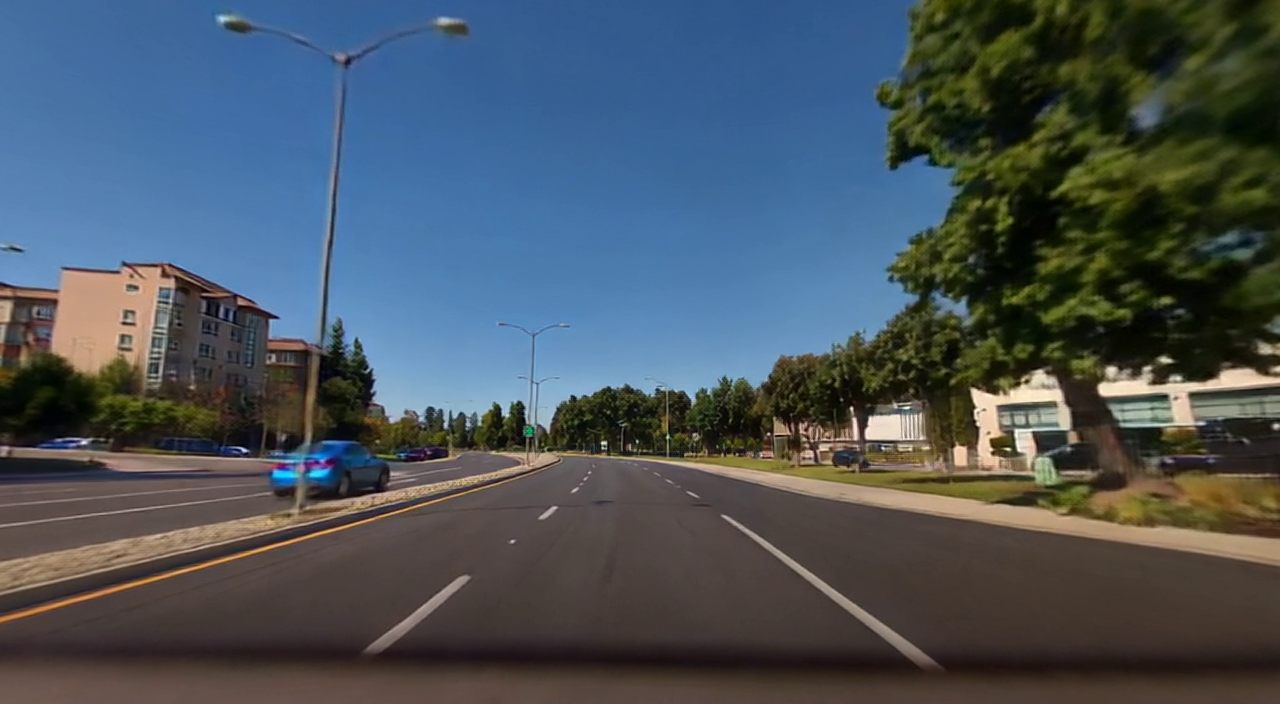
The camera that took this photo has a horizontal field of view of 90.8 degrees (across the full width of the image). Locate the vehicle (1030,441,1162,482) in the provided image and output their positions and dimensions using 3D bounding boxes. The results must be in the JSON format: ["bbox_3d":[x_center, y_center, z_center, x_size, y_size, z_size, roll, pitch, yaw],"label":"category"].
[{"bbox_3d":[31.771,7.608,44.412,2.649,2.623,6.928,6,-10,-26],"label":"vehicle"}]

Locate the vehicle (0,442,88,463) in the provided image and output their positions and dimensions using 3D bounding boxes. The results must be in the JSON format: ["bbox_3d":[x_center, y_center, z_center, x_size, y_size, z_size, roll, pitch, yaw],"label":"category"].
[{"bbox_3d":[-38.627,6.484,40.695,4.162,1.246,1.739,3,-9,-23],"label":"vehicle"}]
